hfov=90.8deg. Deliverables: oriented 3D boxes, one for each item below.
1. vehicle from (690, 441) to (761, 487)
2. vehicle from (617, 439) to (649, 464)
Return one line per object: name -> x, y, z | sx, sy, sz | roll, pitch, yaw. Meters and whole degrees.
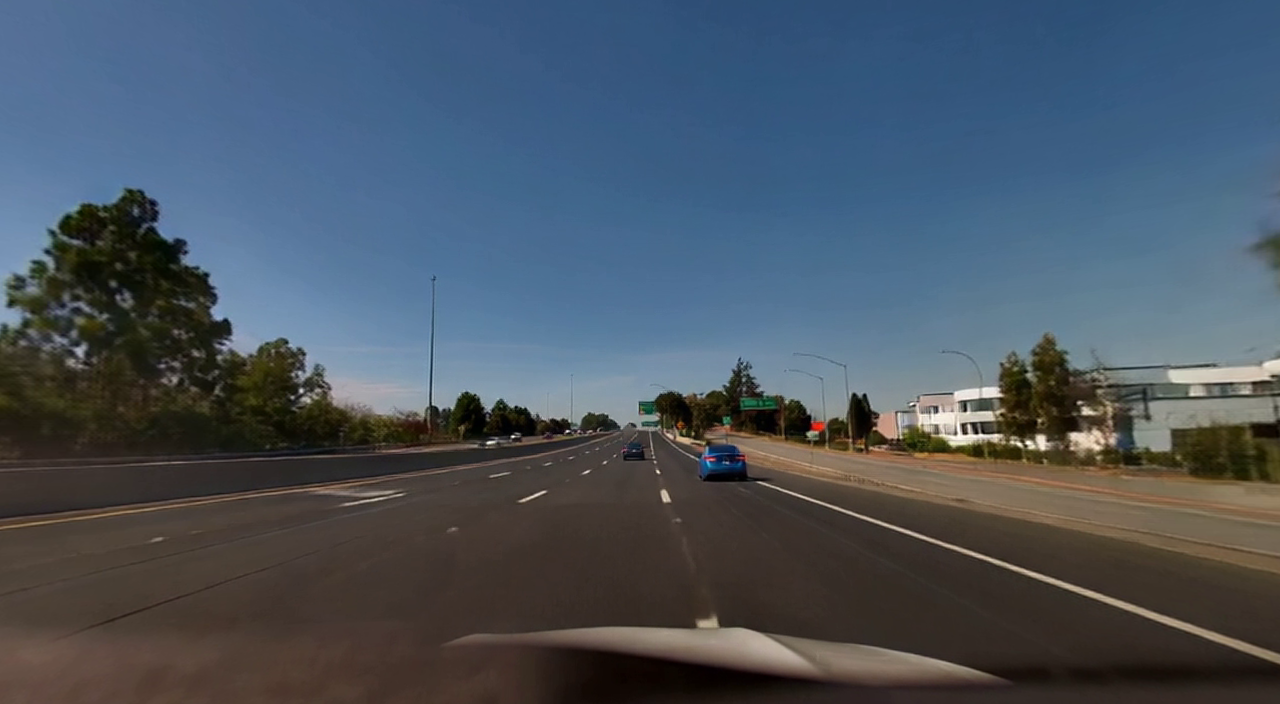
vehicle -> 3.094, 4.156, 23.829 | 2.029, 1.528, 4.644 | 0, -9, 0
vehicle -> -0.427, 7.029, 44.680 | 2.127, 1.692, 4.382 | 0, -9, 1
